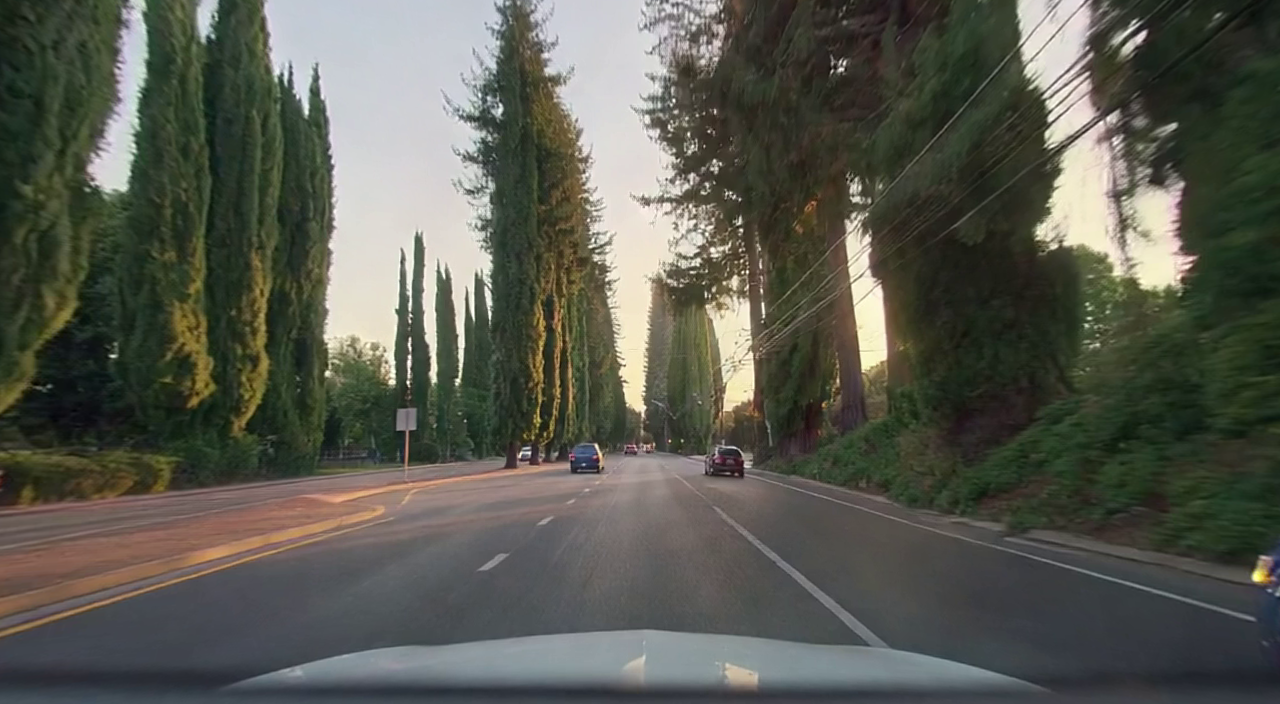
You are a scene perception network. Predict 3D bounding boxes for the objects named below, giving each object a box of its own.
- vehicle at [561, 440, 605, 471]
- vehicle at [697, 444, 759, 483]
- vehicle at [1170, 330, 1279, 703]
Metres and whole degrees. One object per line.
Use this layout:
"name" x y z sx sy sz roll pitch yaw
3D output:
"vehicle" -3.255 6.056 37.037 2.066 1.725 4.241 0 -9 2
"vehicle" 3.539 4.573 26.169 1.906 1.468 4.422 0 -9 -1
"vehicle" 3.419 0.526 0.455 2.182 1.744 4.464 0 -9 1
